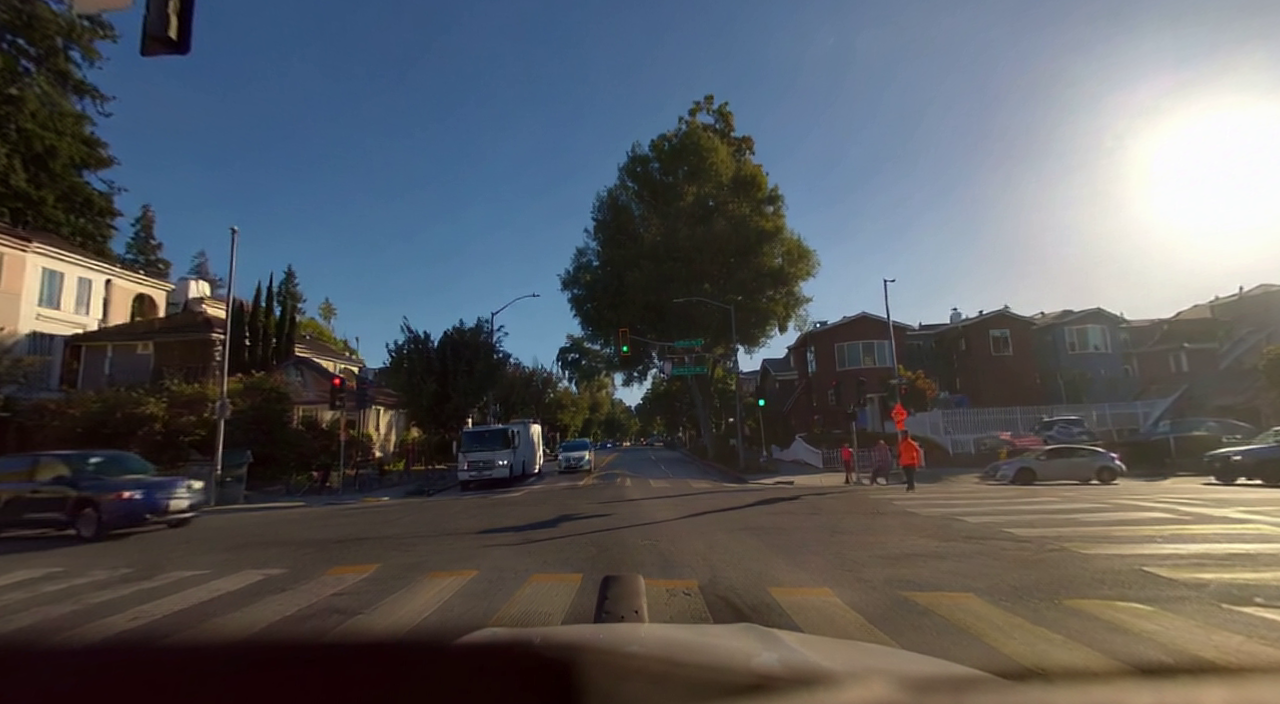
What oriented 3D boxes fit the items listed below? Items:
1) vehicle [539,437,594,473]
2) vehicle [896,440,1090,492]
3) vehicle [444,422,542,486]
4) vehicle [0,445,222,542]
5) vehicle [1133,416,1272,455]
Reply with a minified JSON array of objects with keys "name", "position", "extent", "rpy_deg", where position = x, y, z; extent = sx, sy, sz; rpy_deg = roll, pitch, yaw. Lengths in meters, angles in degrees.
[{"name":"vehicle","position":[-3.683,5.278,32.496],"extent":[2.302,1.708,4.764],"rpy_deg":[0,-9,0]},{"name":"vehicle","position":[11.191,3.626,20.432],"extent":[5.158,1.470,2.012],"rpy_deg":[-4,-10,26]},{"name":"vehicle","position":[-6.490,4.651,29.197],"extent":[2.896,2.560,7.322],"rpy_deg":[0,-8,-1]},{"name":"vehicle","position":[-11.188,2.708,12.497],"extent":[4.390,1.700,2.048],"rpy_deg":[-1,-9,4]},{"name":"vehicle","position":[33.273,4.953,37.493],"extent":[5.969,2.225,2.458],"rpy_deg":[0,-9,-4]}]
